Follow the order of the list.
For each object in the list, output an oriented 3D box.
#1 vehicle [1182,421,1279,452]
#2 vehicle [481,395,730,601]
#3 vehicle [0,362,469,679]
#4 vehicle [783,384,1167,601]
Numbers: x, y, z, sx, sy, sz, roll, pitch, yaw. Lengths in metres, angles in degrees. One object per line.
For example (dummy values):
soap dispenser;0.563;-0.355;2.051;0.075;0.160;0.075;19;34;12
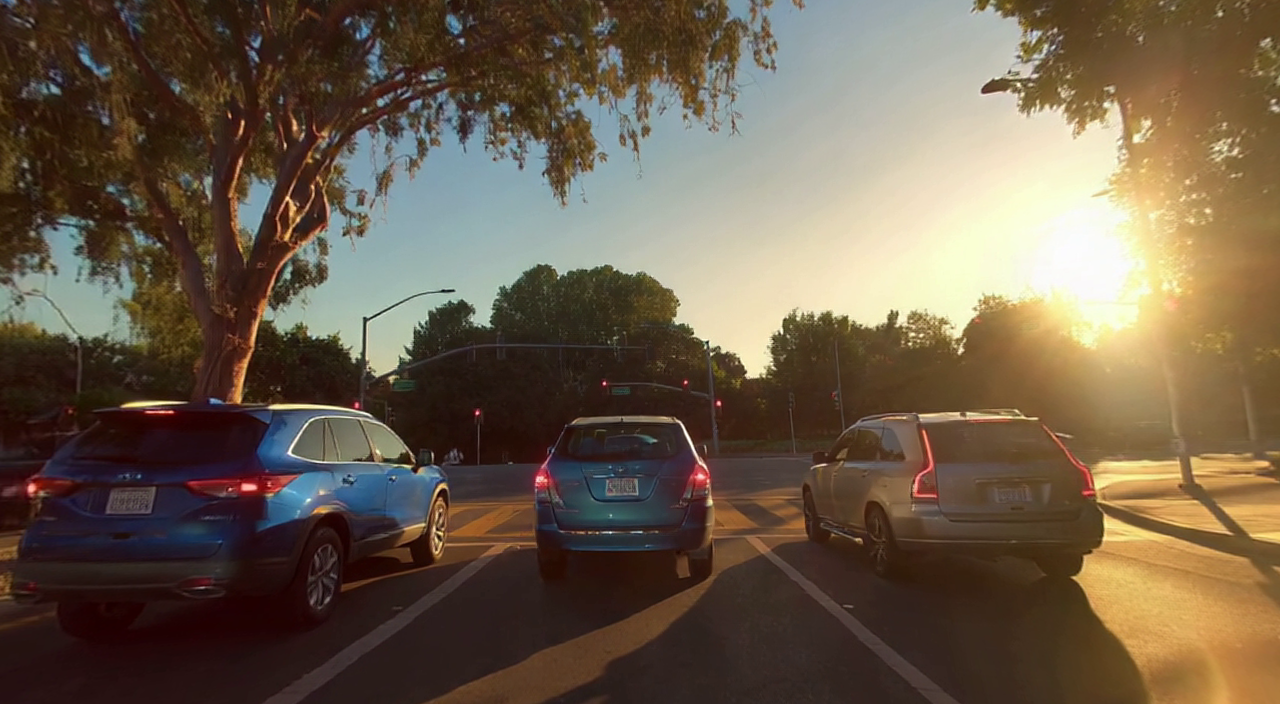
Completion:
vehicle;32.809;4.657;34.757;4.175;1.634;1.877;1;-8;-5
vehicle;-0.232;1.510;7.317;2.067;1.702;3.987;0;-8;2
vehicle;-3.275;1.279;5.892;2.047;1.810;4.414;0;-8;1
vehicle;3.272;1.486;7.518;2.083;1.779;4.532;0;-8;0
